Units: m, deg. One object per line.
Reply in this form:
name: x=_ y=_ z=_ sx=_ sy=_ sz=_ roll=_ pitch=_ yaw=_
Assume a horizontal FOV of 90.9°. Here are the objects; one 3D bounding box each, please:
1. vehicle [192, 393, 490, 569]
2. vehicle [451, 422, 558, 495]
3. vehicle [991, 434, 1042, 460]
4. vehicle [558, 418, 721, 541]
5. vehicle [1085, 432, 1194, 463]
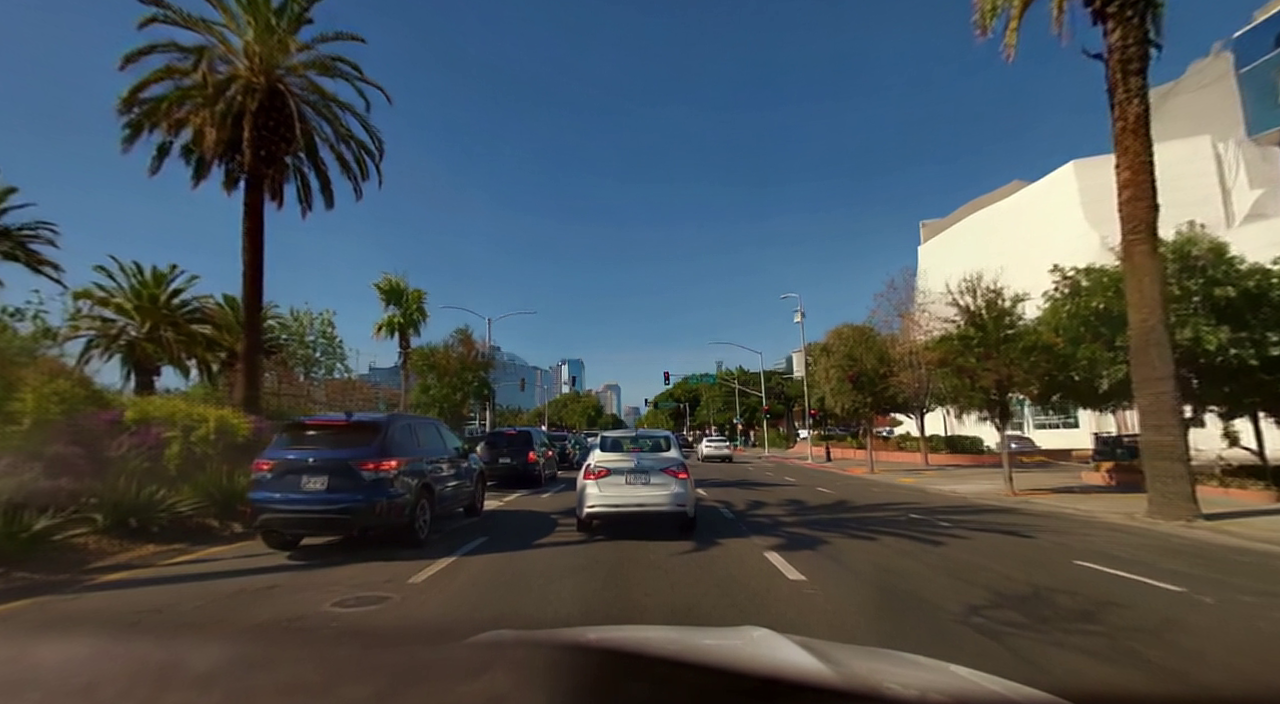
vehicle: x=-3.507 y=1.609 z=8.546 sx=1.914 sy=1.741 sz=4.398 roll=0 pitch=-8 yaw=-1
vehicle: x=-3.427 y=2.782 z=16.764 sx=1.840 sy=1.684 sz=4.041 roll=0 pitch=-8 yaw=1
vehicle: x=26.018 y=6.572 z=43.638 sx=1.882 sy=1.672 sz=3.957 roll=-2 pitch=-9 yaw=14
vehicle: x=-0.030 y=1.982 z=10.398 sx=2.114 sy=1.585 sz=4.285 roll=0 pitch=-8 yaw=-1
vehicle: x=25.459 y=4.893 z=32.246 sx=3.914 sy=1.427 sz=1.779 roll=-2 pitch=-8 yaw=6
